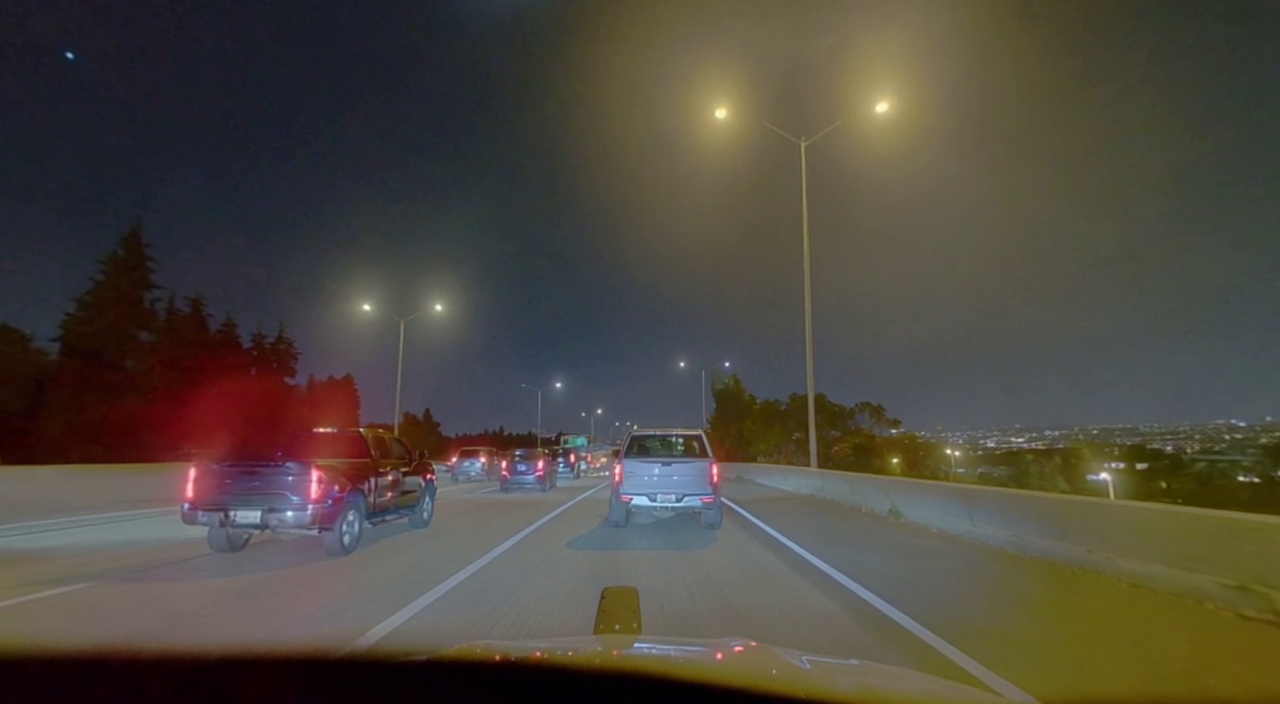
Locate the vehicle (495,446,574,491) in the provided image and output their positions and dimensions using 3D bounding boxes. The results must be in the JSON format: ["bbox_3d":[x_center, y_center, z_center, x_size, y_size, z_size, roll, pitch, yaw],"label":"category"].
[{"bbox_3d":[-3.670,4.127,22.768,1.868,1.470,4.105,-1,-9,4],"label":"vehicle"}]

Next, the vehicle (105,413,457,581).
[{"bbox_3d":[-4.326,1.810,8.697,2.076,1.688,4.334,-1,-9,4],"label":"vehicle"}]

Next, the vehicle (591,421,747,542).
[{"bbox_3d":[0.472,2.203,11.364,2.235,1.716,4.435,-1,-9,1],"label":"vehicle"}]
